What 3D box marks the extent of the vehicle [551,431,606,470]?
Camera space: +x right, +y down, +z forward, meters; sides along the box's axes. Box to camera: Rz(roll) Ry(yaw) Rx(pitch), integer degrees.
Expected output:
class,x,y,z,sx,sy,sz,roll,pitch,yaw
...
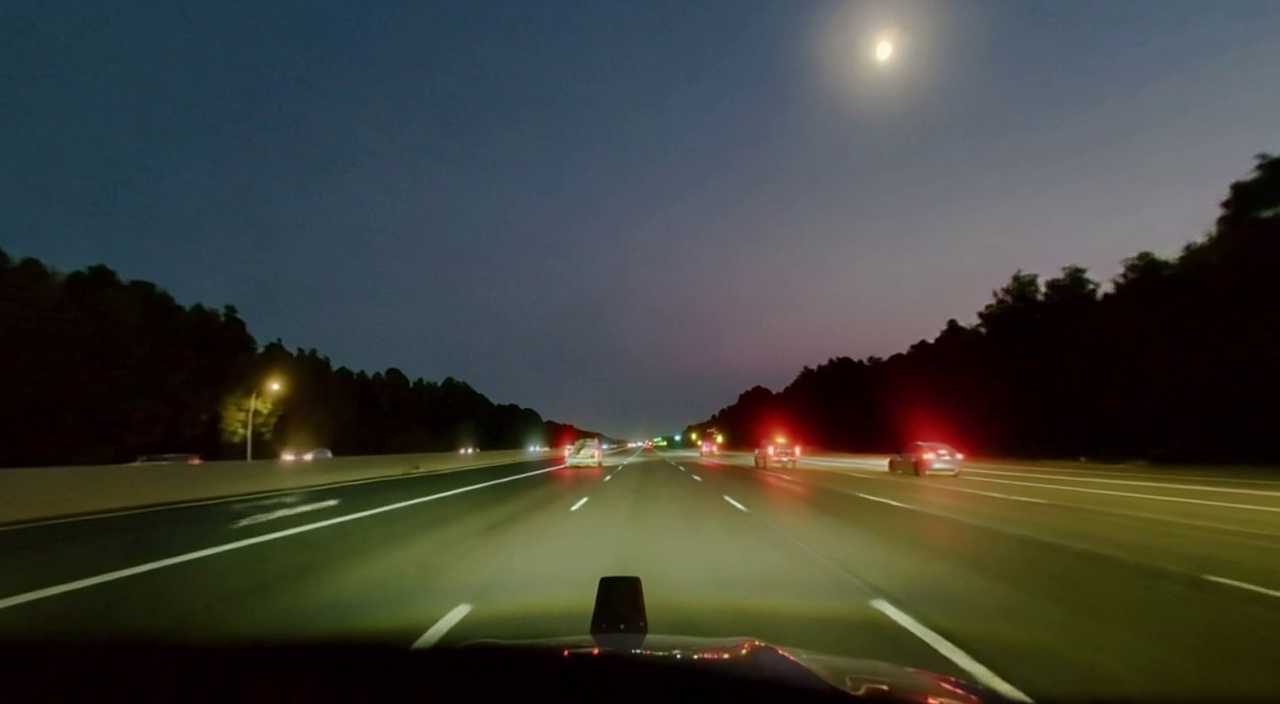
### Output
class,x,y,z,sx,sy,sz,roll,pitch,yaw
vehicle,-3.313,5.453,35.104,2.453,1.952,5.320,0,-8,1

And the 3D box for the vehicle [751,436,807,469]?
class,x,y,z,sx,sy,sz,roll,pitch,yaw
vehicle,7.625,5.542,34.950,2.063,1.706,4.259,0,-8,-1

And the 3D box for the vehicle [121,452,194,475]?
class,x,y,z,sx,sy,sz,roll,pitch,yaw
vehicle,-35.375,8.169,46.350,1.798,1.499,4.543,0,-8,-1
